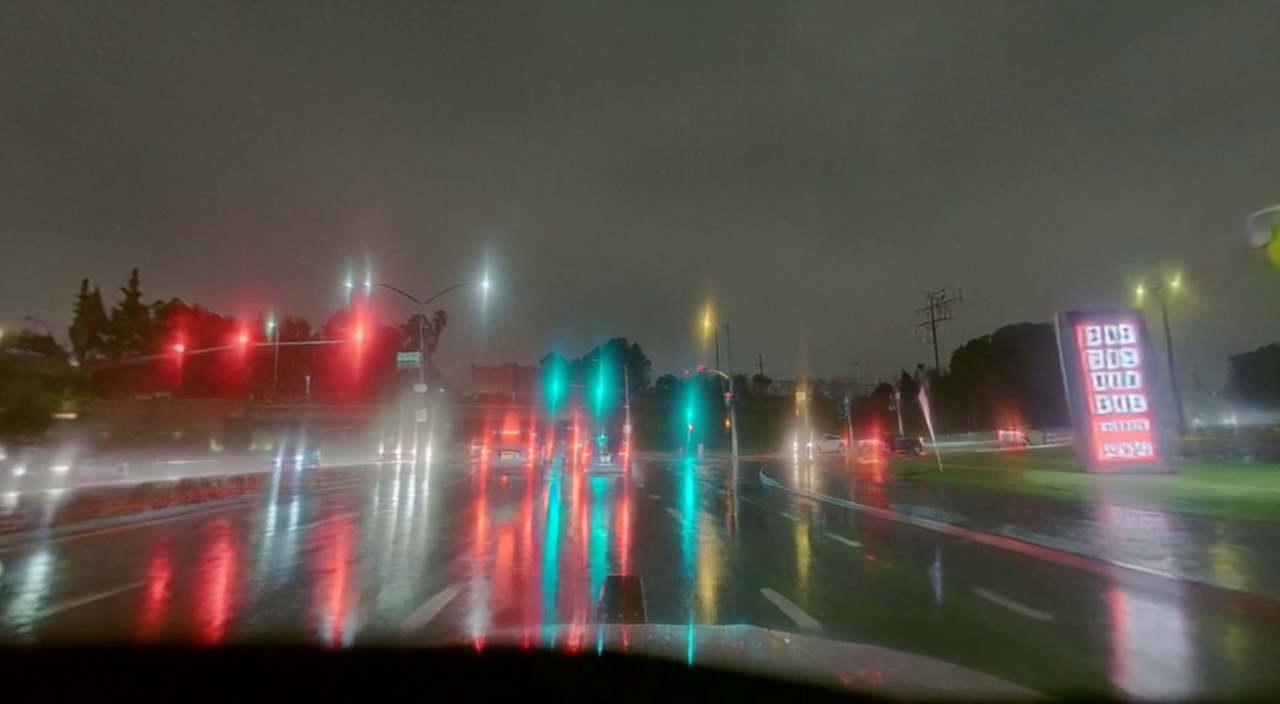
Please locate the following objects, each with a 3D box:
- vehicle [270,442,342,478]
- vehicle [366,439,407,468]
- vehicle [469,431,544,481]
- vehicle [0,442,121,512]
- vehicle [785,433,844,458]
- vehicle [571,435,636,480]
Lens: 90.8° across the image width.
[{"bbox_3d":[-18.110,5.838,34.450,1.985,1.537,4.013,-4,-5,-5],"label":"vehicle"},{"bbox_3d":[-19.784,8.021,49.488,1.863,1.722,4.328,-9,-11,-10],"label":"vehicle"},{"bbox_3d":[-4.747,3.766,23.141,2.057,1.610,4.891,0,-8,-5],"label":"vehicle"},{"bbox_3d":[-15.575,3.021,15.627,1.968,1.557,4.650,1,-8,-7],"label":"vehicle"},{"bbox_3d":[12.152,6.478,43.950,4.166,1.622,1.908,7,-11,-41],"label":"vehicle"},{"bbox_3d":[-1.373,3.874,23.544,2.176,1.489,4.518,0,-8,-4],"label":"vehicle"}]
